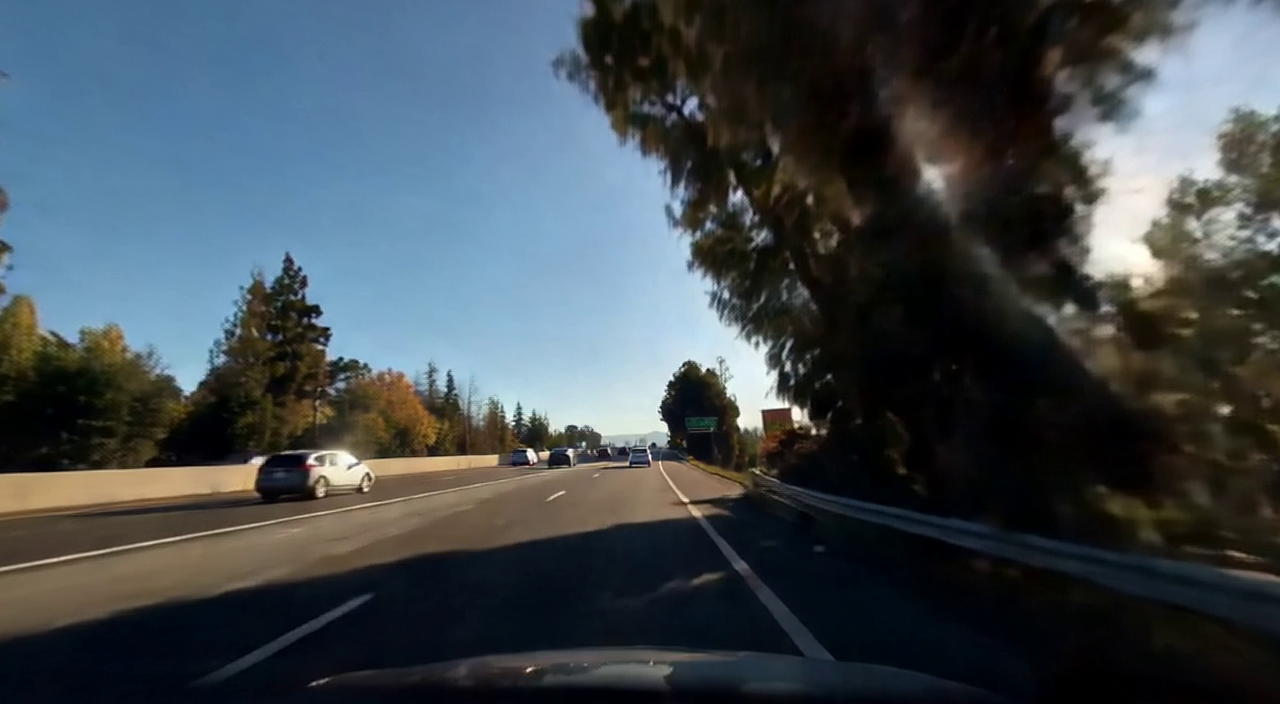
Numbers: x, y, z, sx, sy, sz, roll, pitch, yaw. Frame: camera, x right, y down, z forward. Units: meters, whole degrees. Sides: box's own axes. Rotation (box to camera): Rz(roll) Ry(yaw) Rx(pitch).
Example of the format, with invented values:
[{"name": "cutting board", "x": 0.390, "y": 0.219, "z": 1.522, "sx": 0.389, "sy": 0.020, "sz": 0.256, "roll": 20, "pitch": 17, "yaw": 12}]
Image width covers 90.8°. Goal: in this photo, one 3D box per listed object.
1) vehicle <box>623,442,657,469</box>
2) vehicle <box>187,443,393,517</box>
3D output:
[{"name": "vehicle", "x": 0.053, "y": 7.065, "z": 43.376, "sx": 2.179, "sy": 1.742, "sz": 4.396, "roll": -1, "pitch": -8, "yaw": 1}, {"name": "vehicle", "x": -8.430, "y": 3.094, "z": 15.926, "sx": 2.102, "sy": 1.562, "sz": 4.884, "roll": -1, "pitch": -8, "yaw": 5}]
